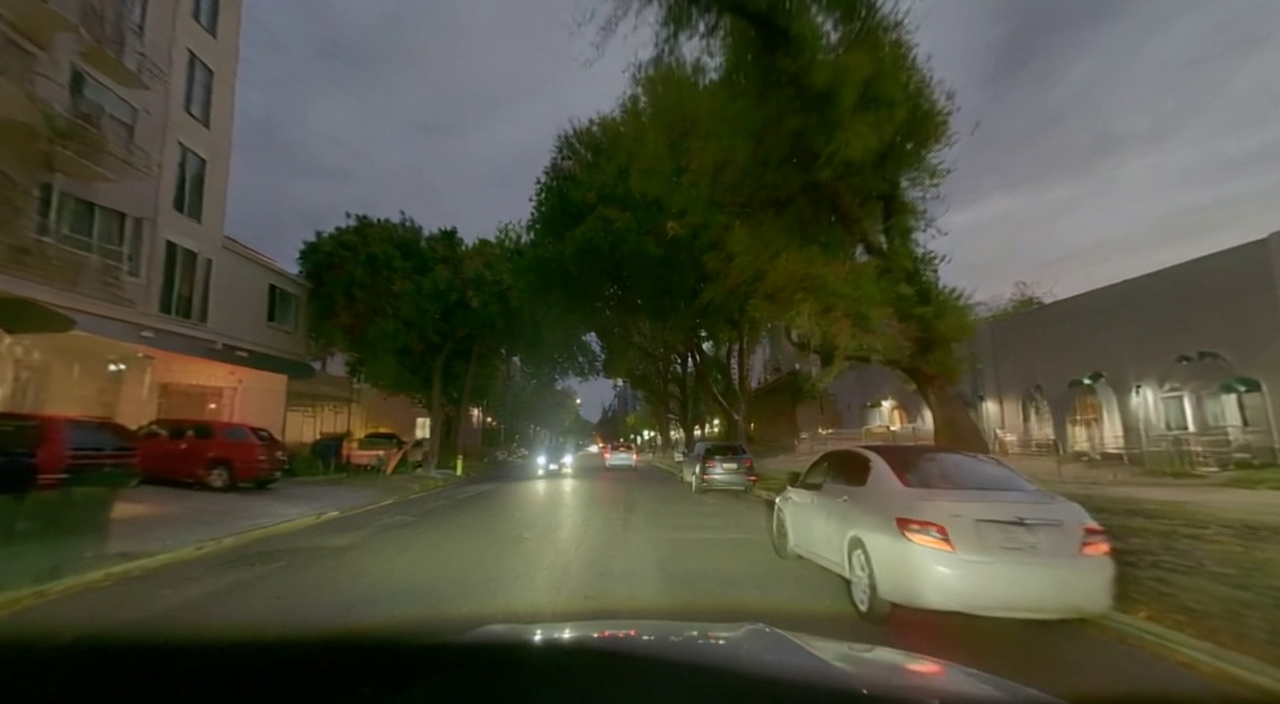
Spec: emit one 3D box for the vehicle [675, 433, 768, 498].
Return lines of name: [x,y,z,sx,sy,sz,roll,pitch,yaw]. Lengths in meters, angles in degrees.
vehicle: [2.094,3.071,17.351,1.861,1.558,3.823,1,-8,-3]

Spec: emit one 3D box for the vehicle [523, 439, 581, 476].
vehicle: [-3.705,4.509,27.153,1.955,1.463,4.323,0,-8,-1]

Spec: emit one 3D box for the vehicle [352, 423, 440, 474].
vehicle: [-9.604,3.779,25.197,2.010,1.747,4.266,0,-5,-3]

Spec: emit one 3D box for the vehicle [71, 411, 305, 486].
vehicle: [-11.310,2.449,16.044,4.356,1.761,1.963,1,-8,-2]

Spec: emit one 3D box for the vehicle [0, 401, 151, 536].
vehicle: [-9.004,1.504,8.418,1.845,1.687,4.009,0,-5,-3]

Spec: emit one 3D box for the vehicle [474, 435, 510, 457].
vehicle: [-10.838,6.903,46.306,1.948,1.543,3.829,1,-8,-4]

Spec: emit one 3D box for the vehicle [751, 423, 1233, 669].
vehicle: [2.587,1.523,6.124,2.086,1.498,4.280,1,-8,-2]

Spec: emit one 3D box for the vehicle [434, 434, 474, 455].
vehicle: [-13.573,6.779,46.182,1.882,1.488,3.998,1,-8,-3]

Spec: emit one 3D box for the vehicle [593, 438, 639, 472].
vehicle: [-1.163,4.896,30.237,2.095,1.510,3.605,1,-8,-3]
